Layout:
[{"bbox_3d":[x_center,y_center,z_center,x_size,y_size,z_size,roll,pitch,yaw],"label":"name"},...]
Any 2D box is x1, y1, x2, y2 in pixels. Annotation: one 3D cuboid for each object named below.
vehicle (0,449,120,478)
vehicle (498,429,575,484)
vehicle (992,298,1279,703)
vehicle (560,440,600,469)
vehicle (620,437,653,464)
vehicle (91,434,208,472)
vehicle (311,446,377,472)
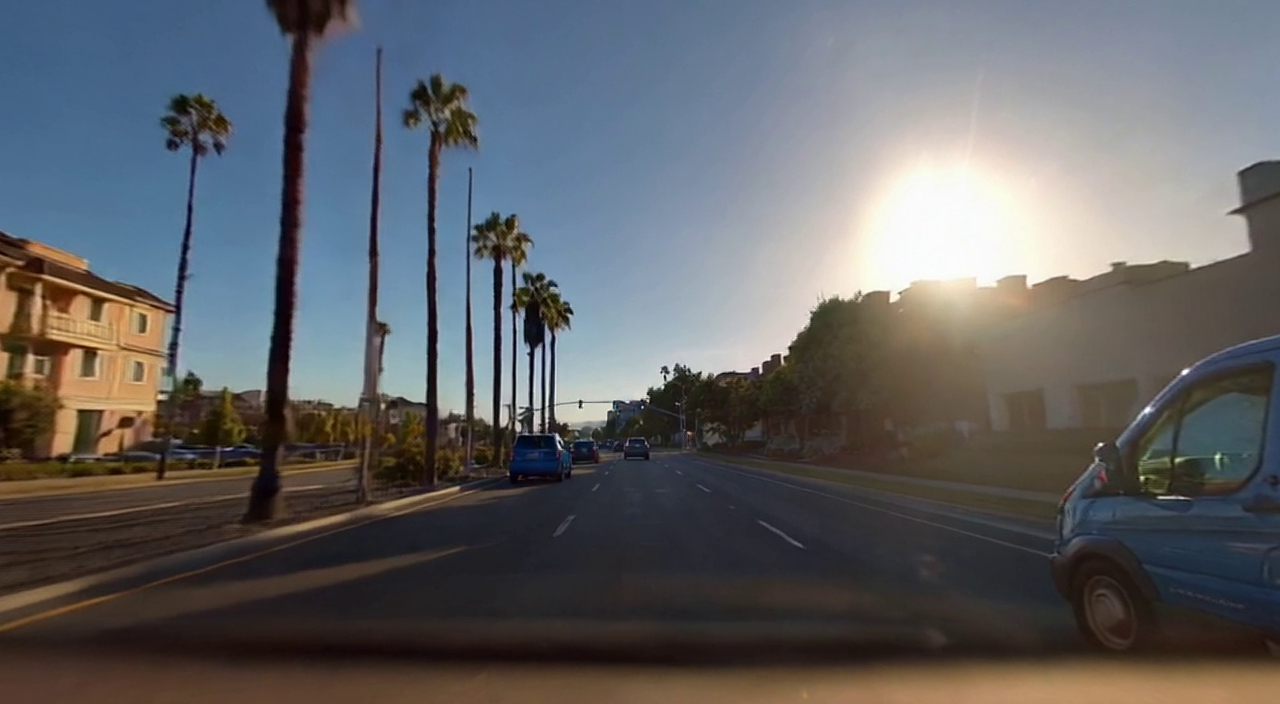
[{"bbox_3d":[-30.509,5.854,33.258,4.474,1.393,1.920,1,-7,-1],"label":"vehicle"},{"bbox_3d":[-3.482,3.611,22.020,1.967,1.703,4.157,0,-8,0],"label":"vehicle"},{"bbox_3d":[3.699,0.678,2.075,2.234,1.912,4.847,0,-8,0],"label":"vehicle"},{"bbox_3d":[-3.219,5.587,34.662,1.869,1.454,4.142,0,-8,-1],"label":"vehicle"},{"bbox_3d":[-0.275,6.729,43.447,2.191,1.761,3.857,0,-8,-2],"label":"vehicle"},{"bbox_3d":[-30.264,6.233,39.085,5.583,2.103,2.086,-1,-6,2],"label":"vehicle"},{"bbox_3d":[-18.729,6.776,40.226,1.911,1.479,4.713,0,-8,1],"label":"vehicle"}]
